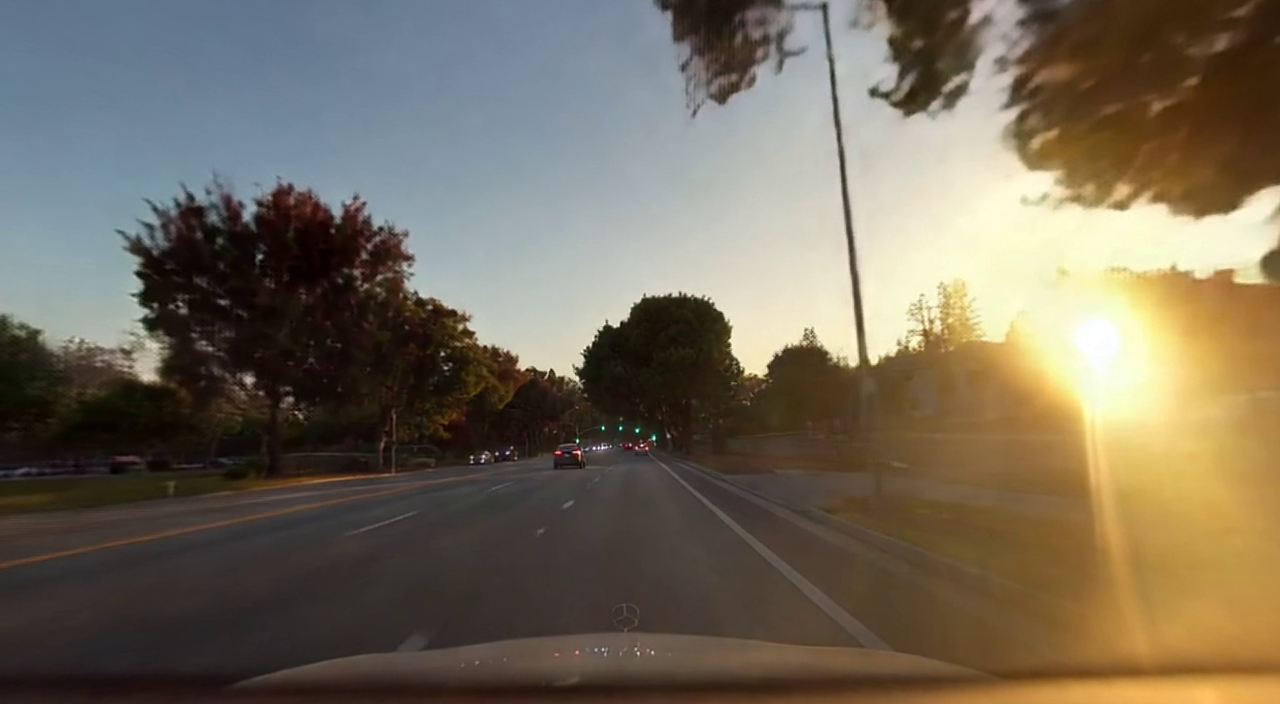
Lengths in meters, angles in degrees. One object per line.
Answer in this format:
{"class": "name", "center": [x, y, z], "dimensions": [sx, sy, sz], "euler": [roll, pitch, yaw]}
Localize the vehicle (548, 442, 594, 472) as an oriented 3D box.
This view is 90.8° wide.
{"class": "vehicle", "center": [-3.570, 5.519, 33.469], "dimensions": [1.992, 1.447, 4.044], "euler": [-1, -8, 0]}
